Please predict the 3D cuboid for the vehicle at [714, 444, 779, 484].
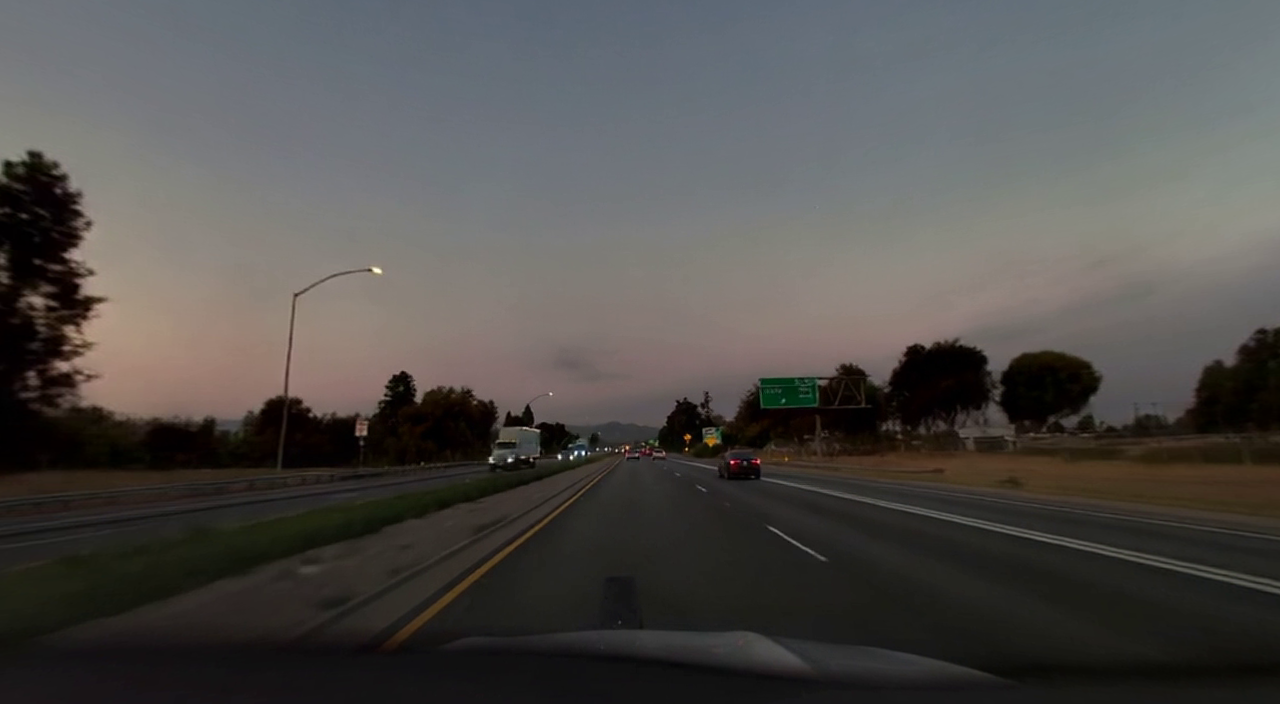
[{"bbox_3d":[4.259,4.561,25.649,1.917,1.488,3.693,0,-9,-1],"label":"vehicle"}]
